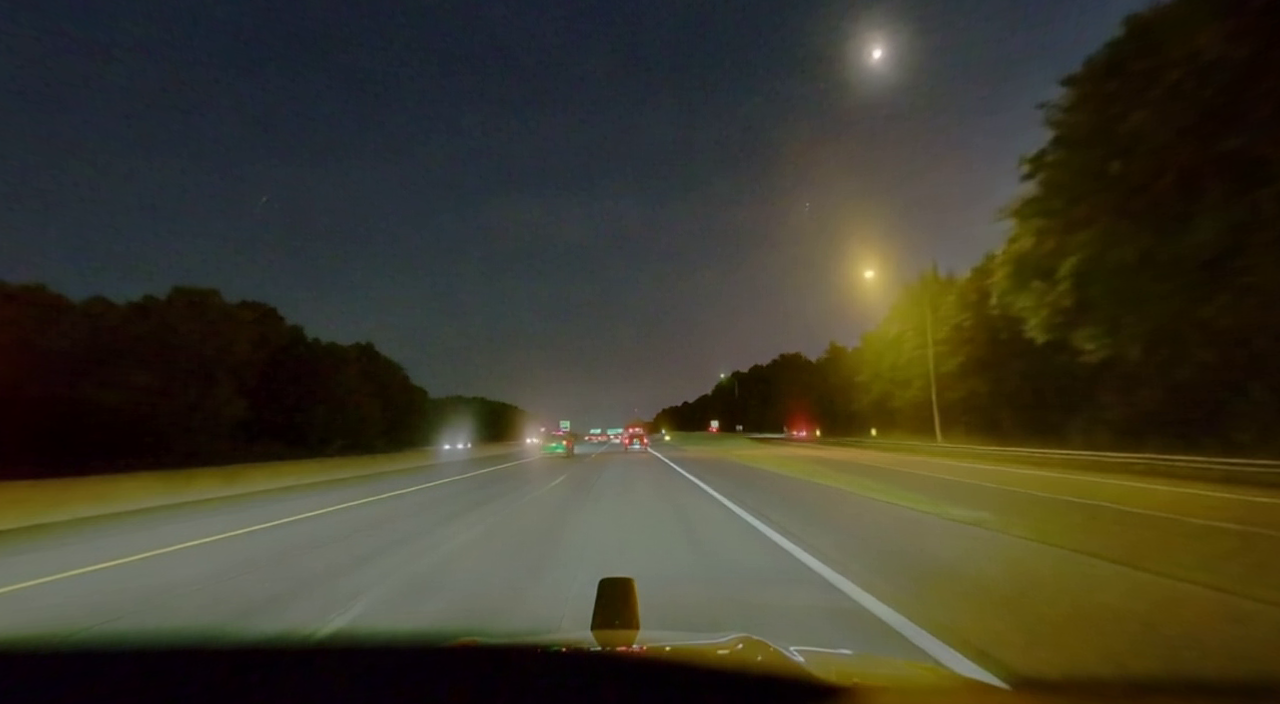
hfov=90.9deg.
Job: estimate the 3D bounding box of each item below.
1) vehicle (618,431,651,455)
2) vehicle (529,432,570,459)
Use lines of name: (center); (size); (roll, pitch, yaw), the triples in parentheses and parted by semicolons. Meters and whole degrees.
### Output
vehicle: (-0.377, 6.192, 43.128); (2.139, 1.561, 4.060); (0, -8, -1)
vehicle: (-5.235, 5.426, 36.776); (1.959, 1.514, 3.668); (0, -8, -2)
